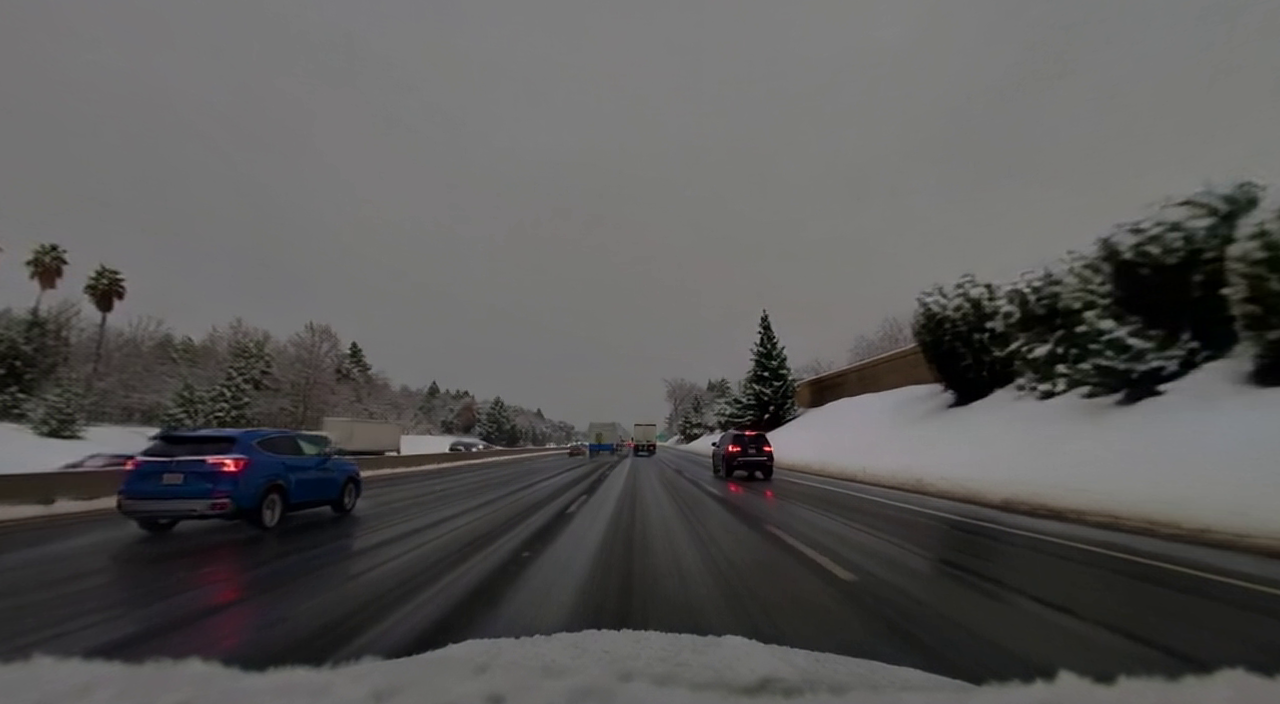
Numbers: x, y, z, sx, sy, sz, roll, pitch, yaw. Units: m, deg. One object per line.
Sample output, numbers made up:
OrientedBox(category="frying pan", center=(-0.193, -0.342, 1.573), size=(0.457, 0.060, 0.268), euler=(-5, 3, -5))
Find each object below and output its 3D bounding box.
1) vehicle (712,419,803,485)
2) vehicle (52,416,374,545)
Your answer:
OrientedBox(category="vehicle", center=(4.226, 3.722, 23.753), size=(2.408, 2.210, 4.999), euler=(0, -8, 0))
OrientedBox(category="vehicle", center=(-6.992, 2.144, 11.274), size=(2.289, 1.774, 4.871), euler=(0, -8, 0))
